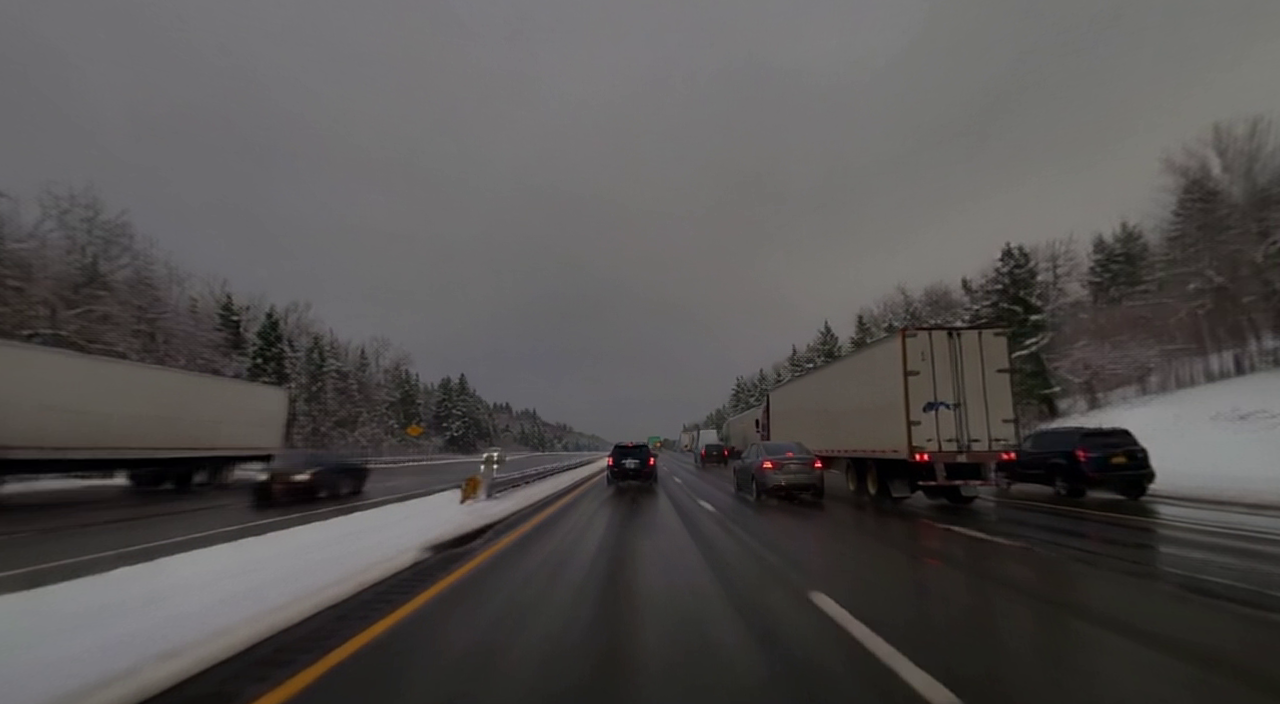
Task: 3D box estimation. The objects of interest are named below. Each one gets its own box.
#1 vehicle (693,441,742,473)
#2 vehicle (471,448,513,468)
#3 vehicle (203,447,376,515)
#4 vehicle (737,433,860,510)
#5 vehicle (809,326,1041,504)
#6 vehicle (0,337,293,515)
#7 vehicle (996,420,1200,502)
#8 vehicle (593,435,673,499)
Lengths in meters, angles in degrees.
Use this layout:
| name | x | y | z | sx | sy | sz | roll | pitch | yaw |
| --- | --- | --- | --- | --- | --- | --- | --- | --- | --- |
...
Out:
| name | x | y | z | sx | sy | sz | roll | pitch | yaw |
| --- | --- | --- | --- | --- | --- | --- | --- | --- | --- |
| vehicle | 4.161 | 5.749 | 34.598 | 2.150 | 1.632 | 4.260 | 0 | -9 | 0 |
| vehicle | -11.570 | 8.276 | 49.507 | 2.189 | 1.486 | 4.091 | -1 | -9 | 2 |
| vehicle | -8.475 | 3.120 | 15.732 | 2.043 | 1.455 | 3.840 | 0 | -9 | 1 |
| vehicle | 3.643 | 2.816 | 15.256 | 1.920 | 1.594 | 3.867 | 0 | -9 | 0 |
| vehicle | 7.614 | 2.051 | 18.658 | 2.823 | 4.063 | 8.485 | 0 | -9 | 0 |
| vehicle | -16.017 | 2.379 | 18.704 | 3.084 | 3.991 | 14.527 | 0 | -9 | 1 |
| vehicle | 12.010 | 2.902 | 17.093 | 1.966 | 1.870 | 4.734 | 0 | -9 | 1 |
| vehicle | -0.156 | 3.198 | 17.834 | 2.023 | 1.618 | 3.628 | 0 | -9 | 1 |
